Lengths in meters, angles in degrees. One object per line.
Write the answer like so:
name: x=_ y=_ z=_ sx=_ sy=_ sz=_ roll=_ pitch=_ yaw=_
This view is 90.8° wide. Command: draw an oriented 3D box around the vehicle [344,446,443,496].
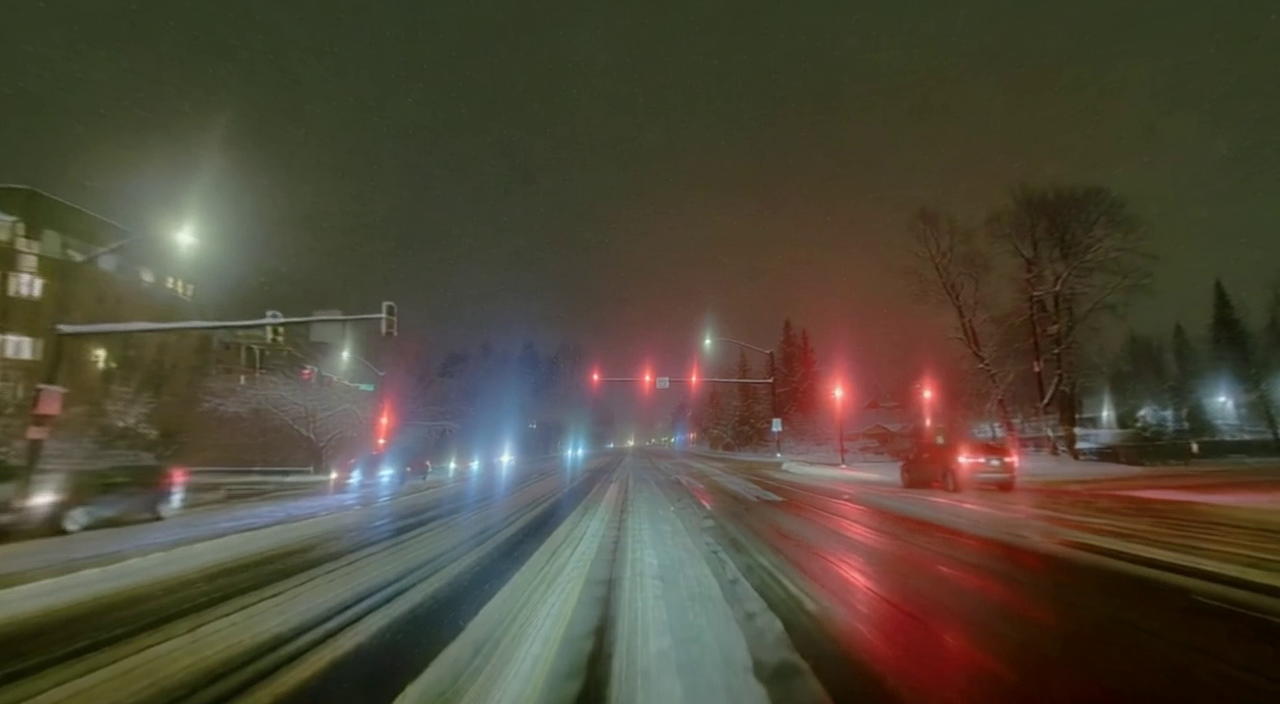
vehicle: x=-9.222 y=4.447 z=24.100 sx=2.010 sy=1.682 sz=4.346 roll=0 pitch=-9 yaw=0

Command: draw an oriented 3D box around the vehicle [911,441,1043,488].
vehicle: x=11.640 y=3.895 z=22.266 sx=1.955 sy=1.455 sz=4.727 roll=0 pitch=-9 yaw=-1

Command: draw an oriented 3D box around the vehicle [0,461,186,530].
vehicle: x=-15.670 y=4.033 z=18.312 sx=1.892 sy=1.631 sz=4.226 roll=0 pitch=-9 yaw=-1
